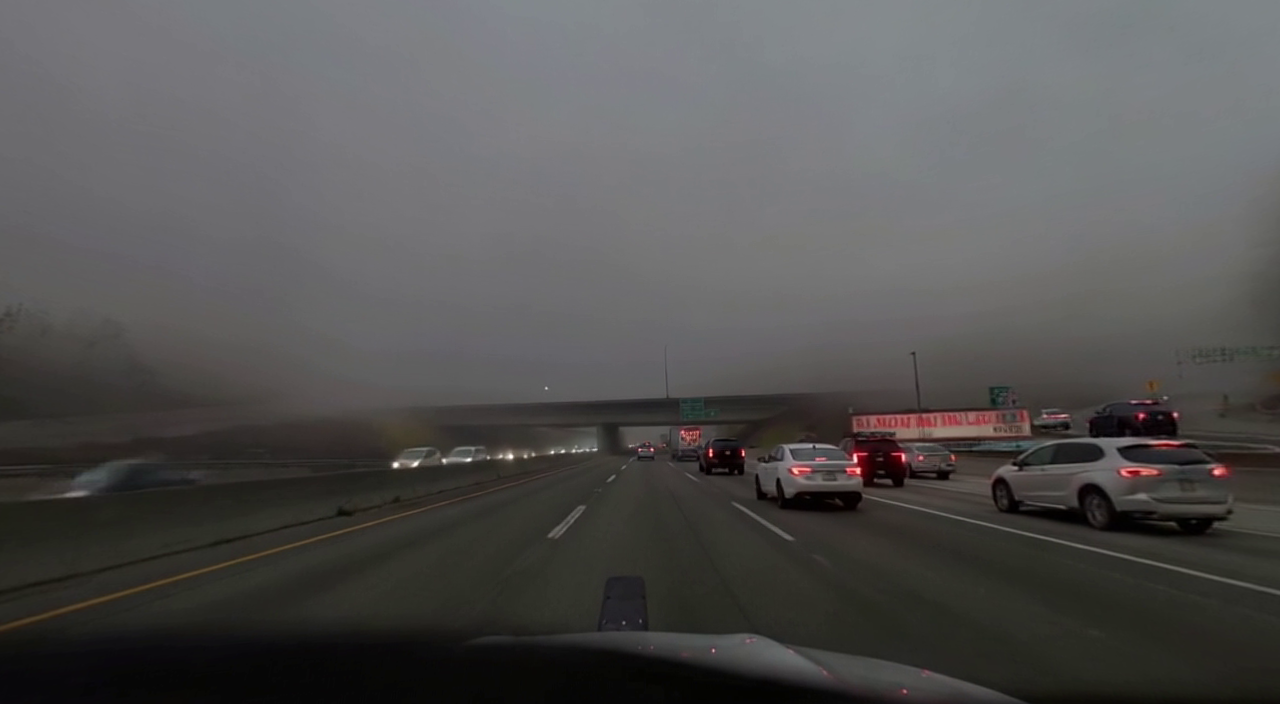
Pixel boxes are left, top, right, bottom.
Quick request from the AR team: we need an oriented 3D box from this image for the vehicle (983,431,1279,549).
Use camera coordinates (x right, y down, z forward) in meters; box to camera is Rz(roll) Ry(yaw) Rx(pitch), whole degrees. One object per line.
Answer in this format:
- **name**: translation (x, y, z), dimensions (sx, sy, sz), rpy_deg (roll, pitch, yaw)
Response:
- **vehicle**: translation (7.751, 2.074, 10.221), dimensions (1.919, 1.476, 4.303), rpy_deg (0, -8, 0)

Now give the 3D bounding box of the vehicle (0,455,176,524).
- **vehicle**: translation (-14.972, 3.519, 16.704), dimensions (1.897, 1.497, 4.446), rpy_deg (0, -8, 1)

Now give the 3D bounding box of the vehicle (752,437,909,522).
- **vehicle**: translation (3.805, 2.606, 13.514), dimensions (1.902, 1.481, 4.451), rpy_deg (0, -8, -1)

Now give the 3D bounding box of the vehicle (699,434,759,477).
- **vehicle**: translation (4.150, 4.920, 30.245), dimensions (2.086, 1.858, 4.737), rpy_deg (0, -8, -1)

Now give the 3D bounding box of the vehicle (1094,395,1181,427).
- **vehicle**: translation (33.504, 4.046, 42.681), dimensions (2.131, 1.840, 4.870), rpy_deg (-1, -8, 4)

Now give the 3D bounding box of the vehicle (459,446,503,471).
- **vehicle**: translation (-11.394, 7.646, 45.601), dimensions (1.894, 1.647, 4.514), rpy_deg (0, -8, 2)

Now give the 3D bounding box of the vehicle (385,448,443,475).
- **vehicle**: translation (-15.071, 7.284, 42.312), dimensions (1.968, 1.663, 5.013), rpy_deg (0, -8, 1)
